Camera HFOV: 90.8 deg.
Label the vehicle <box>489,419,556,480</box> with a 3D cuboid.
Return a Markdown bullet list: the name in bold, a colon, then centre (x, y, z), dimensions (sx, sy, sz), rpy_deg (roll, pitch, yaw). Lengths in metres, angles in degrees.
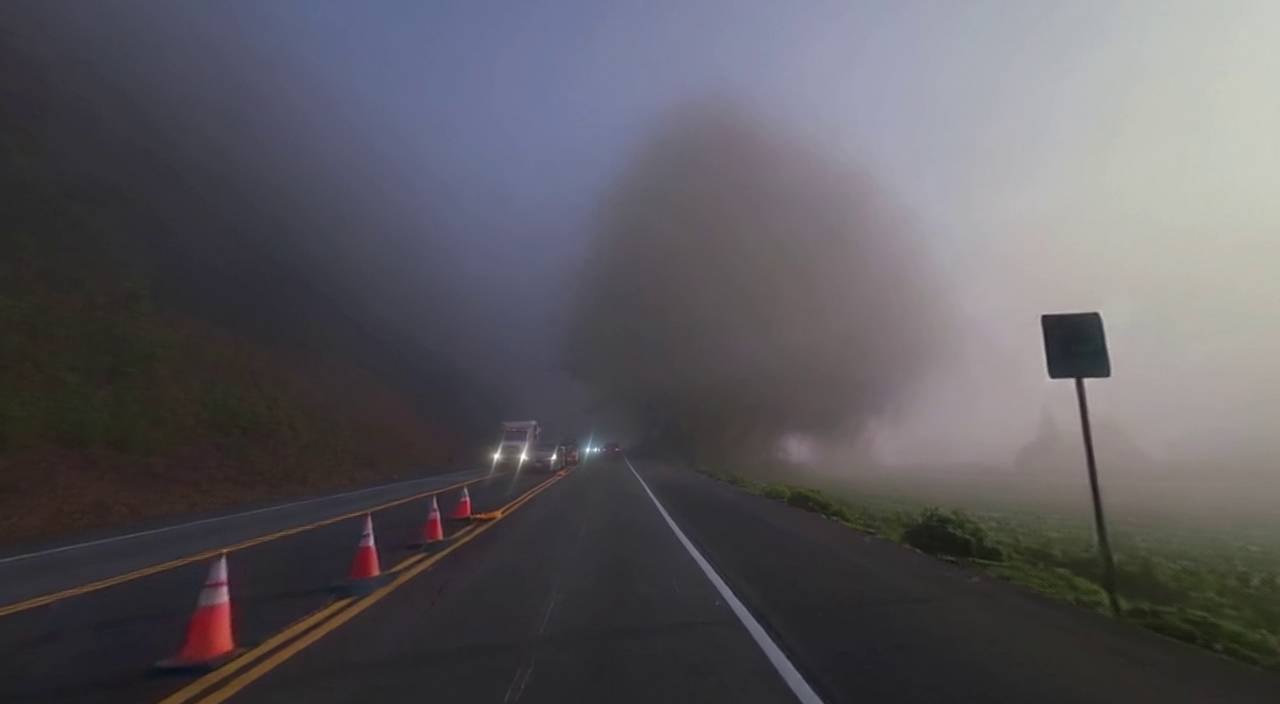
- **vehicle**: centre (-5.164, 4.349, 28.399), dimensions (2.380, 2.488, 4.028), rpy_deg (0, -8, -3)
